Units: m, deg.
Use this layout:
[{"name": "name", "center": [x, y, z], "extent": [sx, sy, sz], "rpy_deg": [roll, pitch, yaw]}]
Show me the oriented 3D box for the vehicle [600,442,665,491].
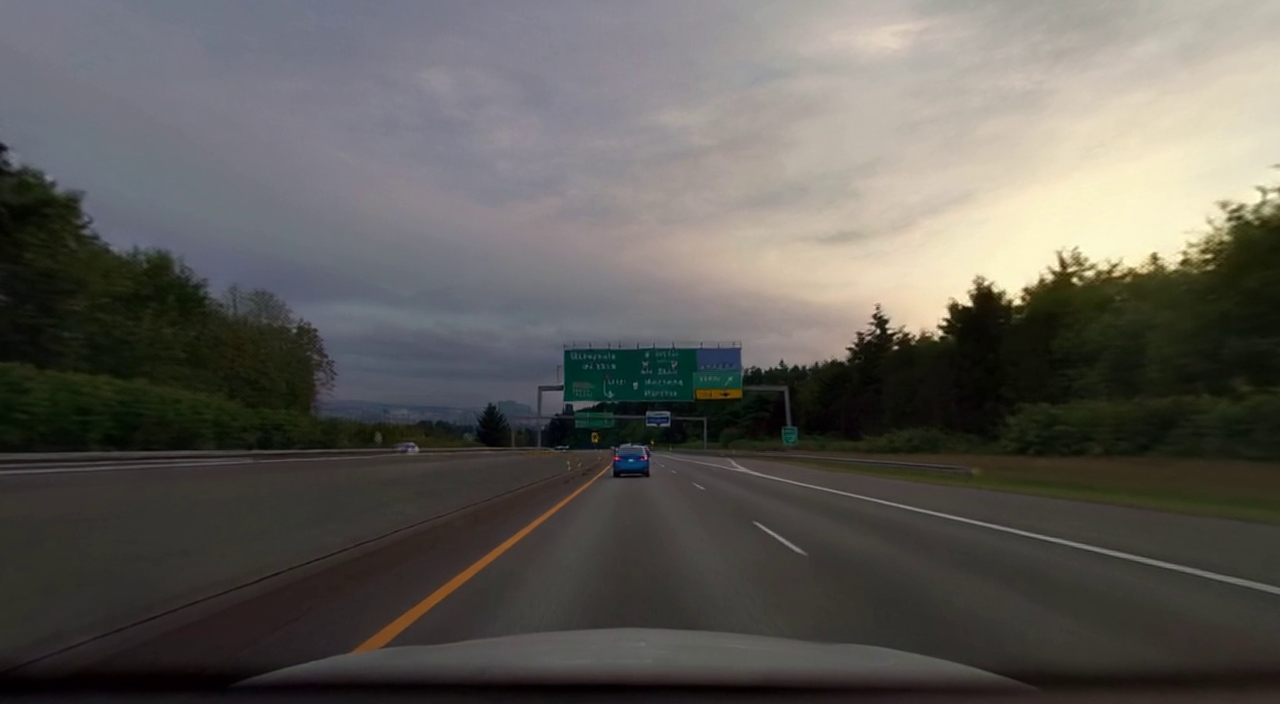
[{"name": "vehicle", "center": [-0.239, 3.943, 22.007], "extent": [2.069, 1.523, 4.012], "rpy_deg": [0, -9, 0]}]
